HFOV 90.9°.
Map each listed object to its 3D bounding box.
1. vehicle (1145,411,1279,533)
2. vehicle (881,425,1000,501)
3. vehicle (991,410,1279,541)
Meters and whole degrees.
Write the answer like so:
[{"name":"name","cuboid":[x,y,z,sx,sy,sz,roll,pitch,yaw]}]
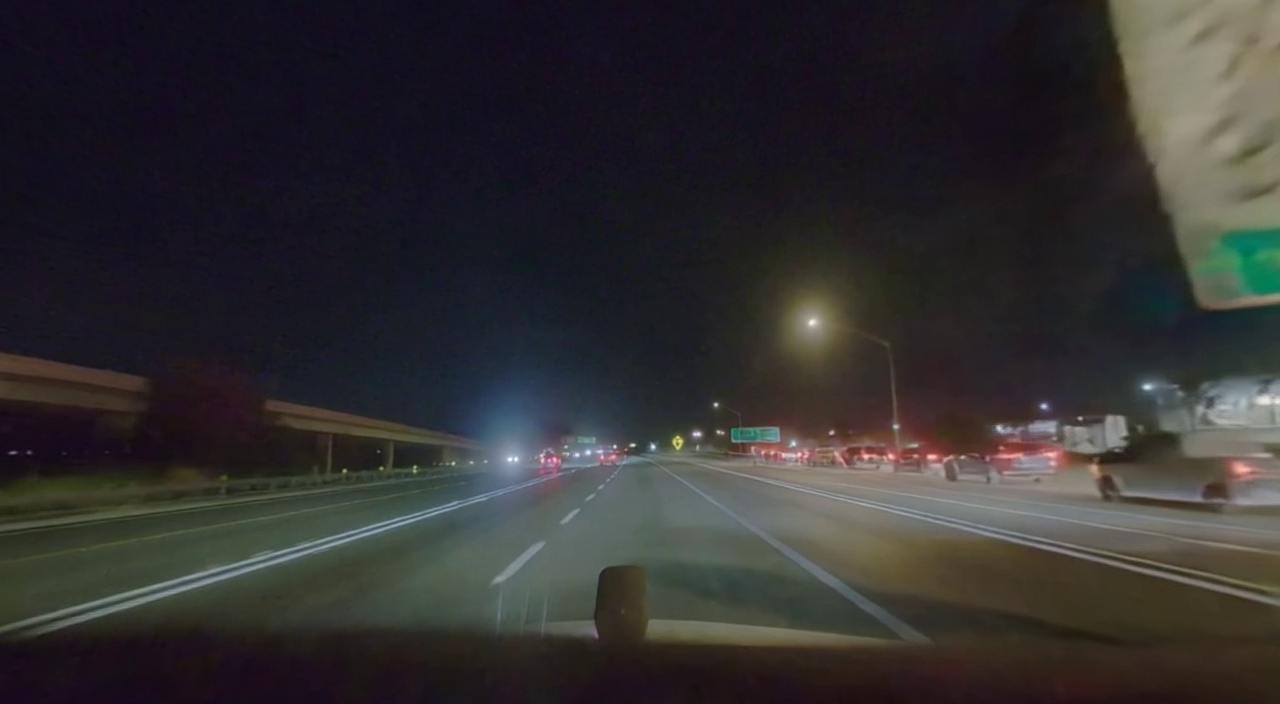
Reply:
[{"name":"vehicle","cuboid":[18.770,3.344,17.650,2.930,3.278,7.511,0,-9,0]},{"name":"vehicle","cuboid":[15.945,5.922,34.372,2.391,3.553,8.914,0,-9,2]},{"name":"vehicle","cuboid":[15.983,3.976,21.339,2.752,3.433,9.030,0,-9,-1]}]
